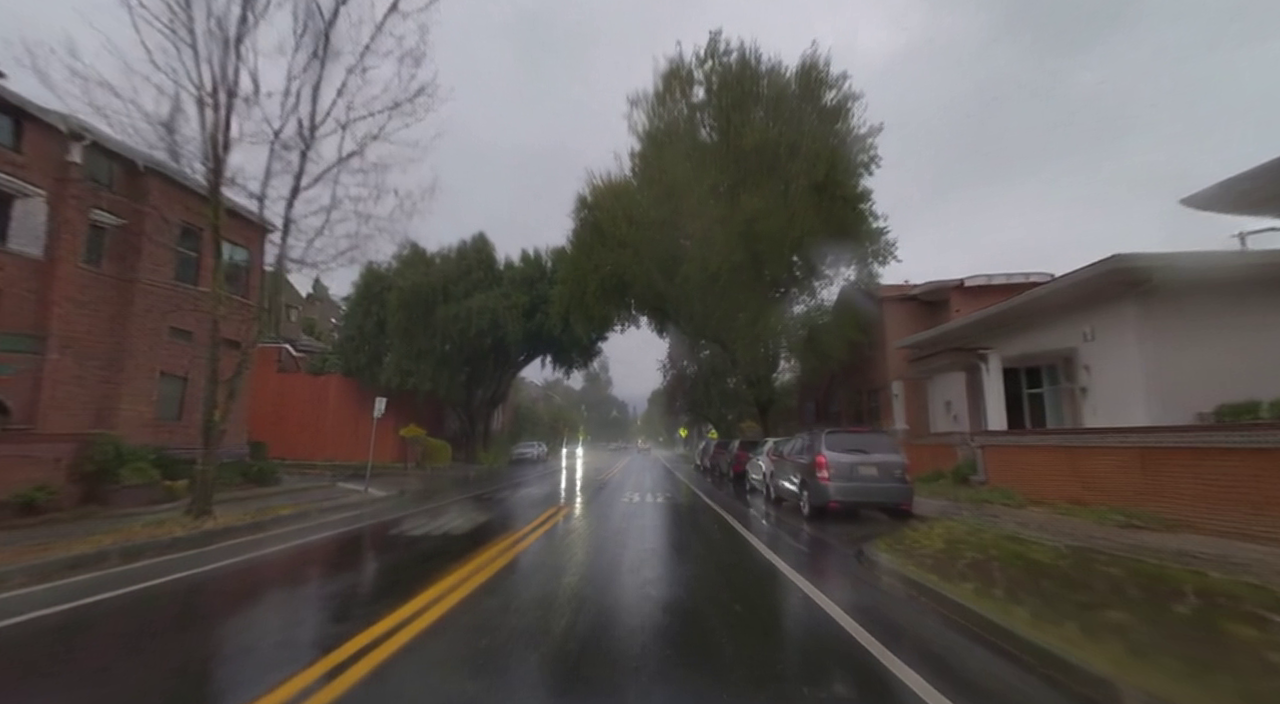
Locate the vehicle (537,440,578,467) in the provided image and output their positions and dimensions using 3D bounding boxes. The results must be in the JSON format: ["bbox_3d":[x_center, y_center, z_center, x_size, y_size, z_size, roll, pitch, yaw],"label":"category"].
[{"bbox_3d":[-6.180,7.652,47.953,2.252,1.882,5.883,-2,-8,1],"label":"vehicle"}]

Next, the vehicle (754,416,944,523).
[{"bbox_3d":[3.910,2.279,12.849,1.937,1.752,4.574,1,-8,-5],"label":"vehicle"}]

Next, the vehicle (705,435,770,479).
[{"bbox_3d":[4.000,4.382,26.755,1.971,1.665,4.722,0,-8,0],"label":"vehicle"}]
